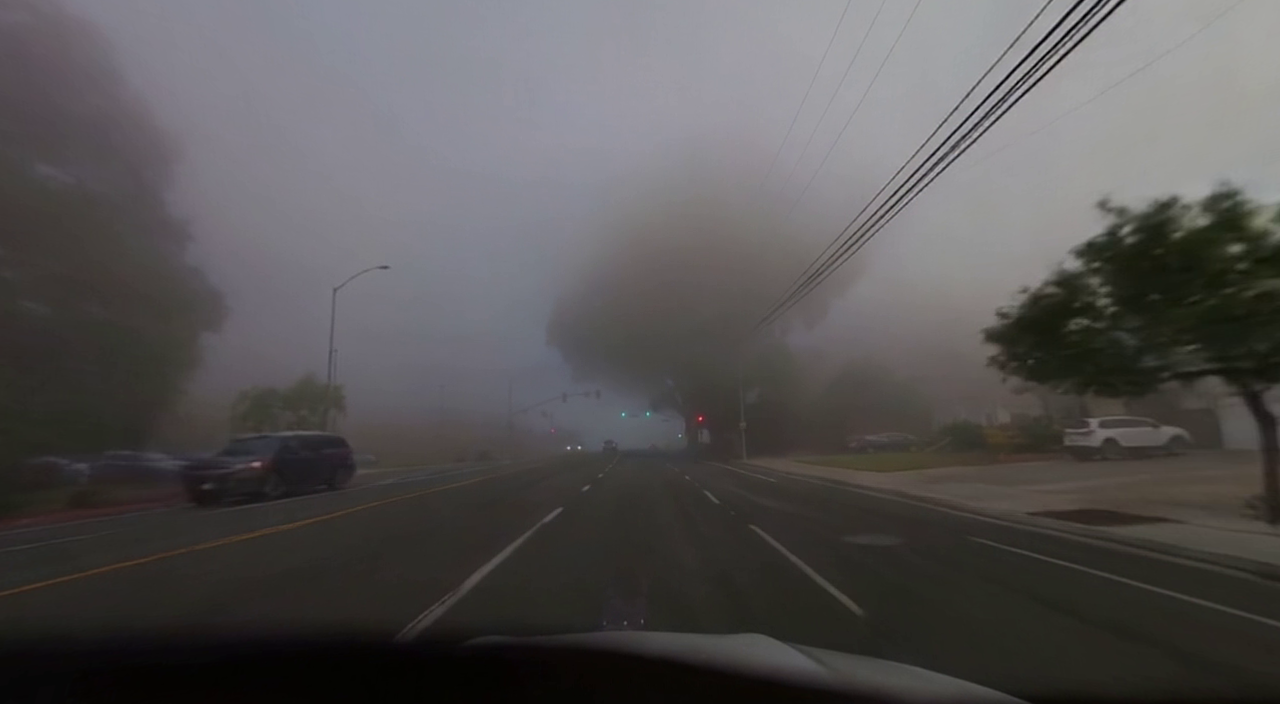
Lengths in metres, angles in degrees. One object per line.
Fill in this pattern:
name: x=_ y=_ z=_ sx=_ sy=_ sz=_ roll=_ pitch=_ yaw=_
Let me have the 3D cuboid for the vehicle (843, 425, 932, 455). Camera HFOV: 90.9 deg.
vehicle: x=15.176 y=5.437 z=38.847 sx=4.625 sy=1.467 sz=1.991 roll=-4 pitch=-8 yaw=2

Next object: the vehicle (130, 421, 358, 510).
vehicle: x=-10.376 y=3.032 z=17.364 sx=2.294 sy=1.975 sz=5.773 roll=-1 pitch=-8 yaw=3

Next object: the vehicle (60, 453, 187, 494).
vehicle: x=-21.981 y=5.145 z=26.931 sx=3.952 sy=1.429 sz=1.772 roll=-4 pitch=-8 yaw=2

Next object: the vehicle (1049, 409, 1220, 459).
vehicle: x=18.394 y=3.081 z=23.636 sx=4.591 sy=1.718 sz=2.107 roll=-1 pitch=-8 yaw=-1
